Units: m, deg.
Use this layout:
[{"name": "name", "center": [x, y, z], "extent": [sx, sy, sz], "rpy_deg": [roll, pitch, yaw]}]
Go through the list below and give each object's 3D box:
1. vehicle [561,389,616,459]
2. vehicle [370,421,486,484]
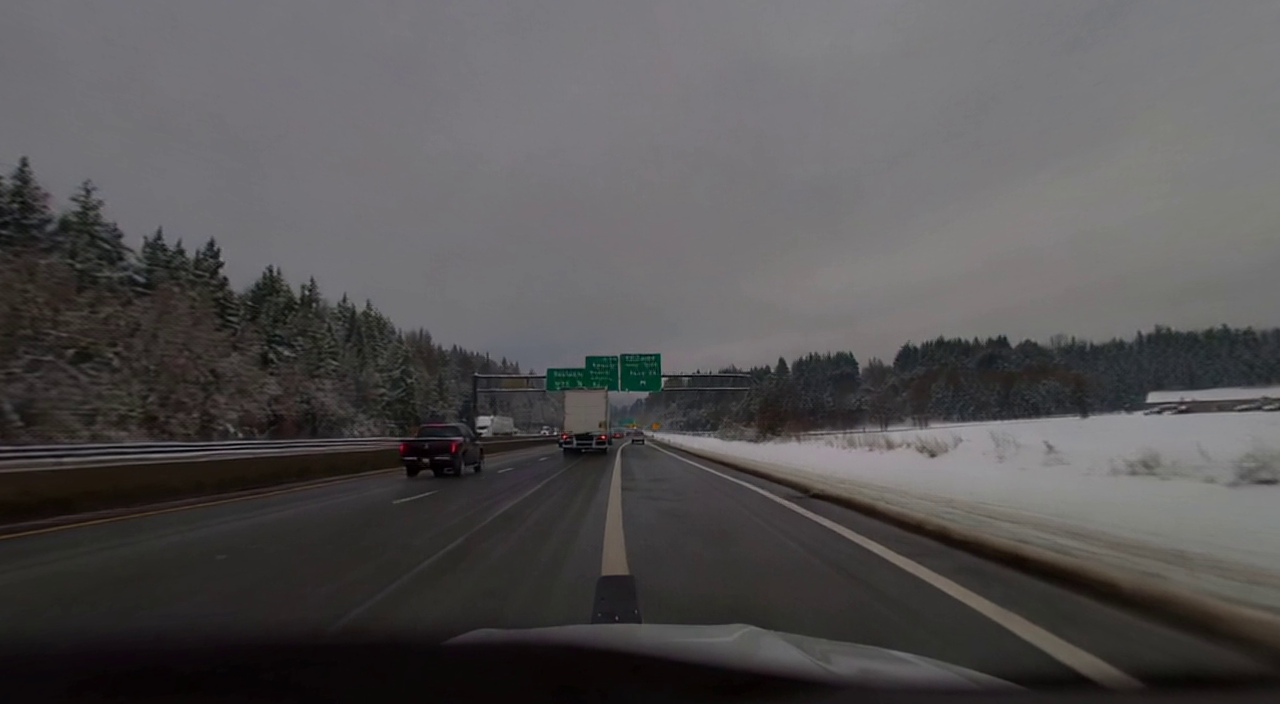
[{"name": "vehicle", "center": [-2.979, 4.475, 38.572], "extent": [2.855, 3.741, 8.587], "rpy_deg": [1, -8, -2]}, {"name": "vehicle", "center": [-6.130, 2.958, 18.854], "extent": [2.068, 1.647, 4.321], "rpy_deg": [0, -8, -2]}]
